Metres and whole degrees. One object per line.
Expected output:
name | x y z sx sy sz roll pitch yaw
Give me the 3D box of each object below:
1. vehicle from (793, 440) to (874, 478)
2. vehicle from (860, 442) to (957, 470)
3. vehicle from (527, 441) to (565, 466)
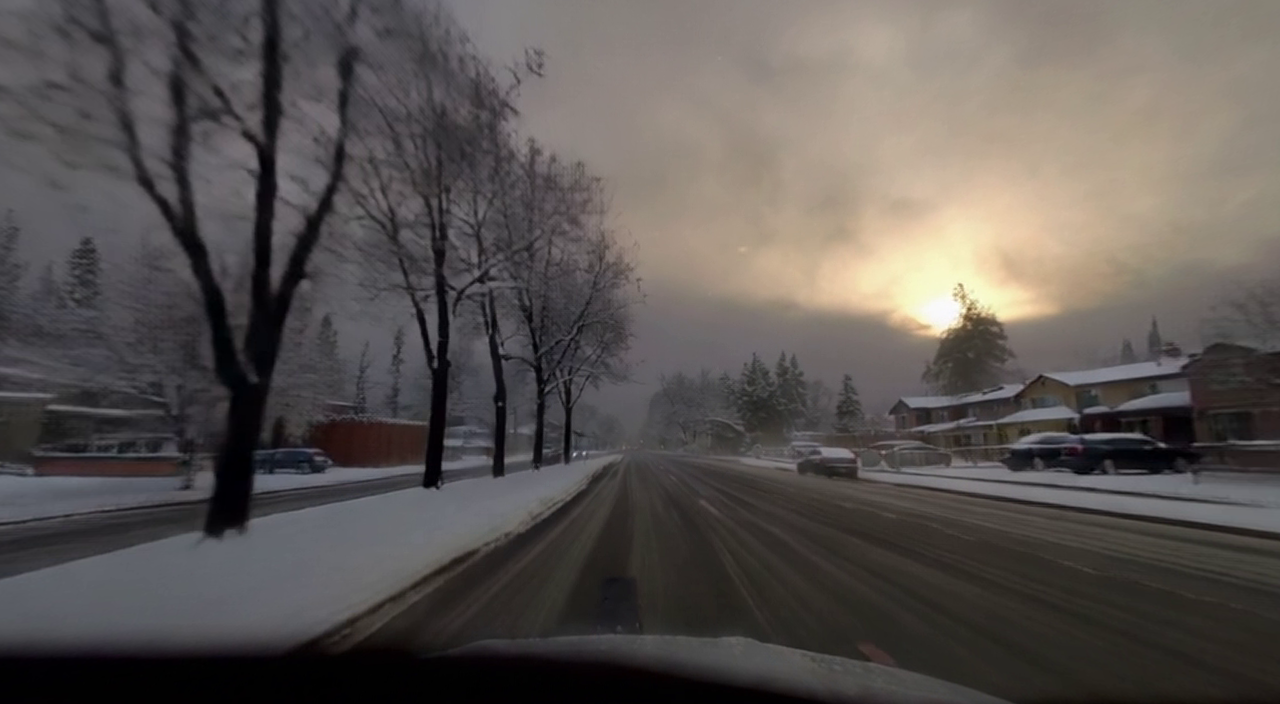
vehicle | 8.332 4.647 27.549 1.940 1.516 4.319 0 -8 -3
vehicle | 15.334 5.935 36.139 4.644 1.542 2.095 0 -8 1
vehicle | -7.228 7.805 48.715 2.019 1.819 4.897 0 -8 2
